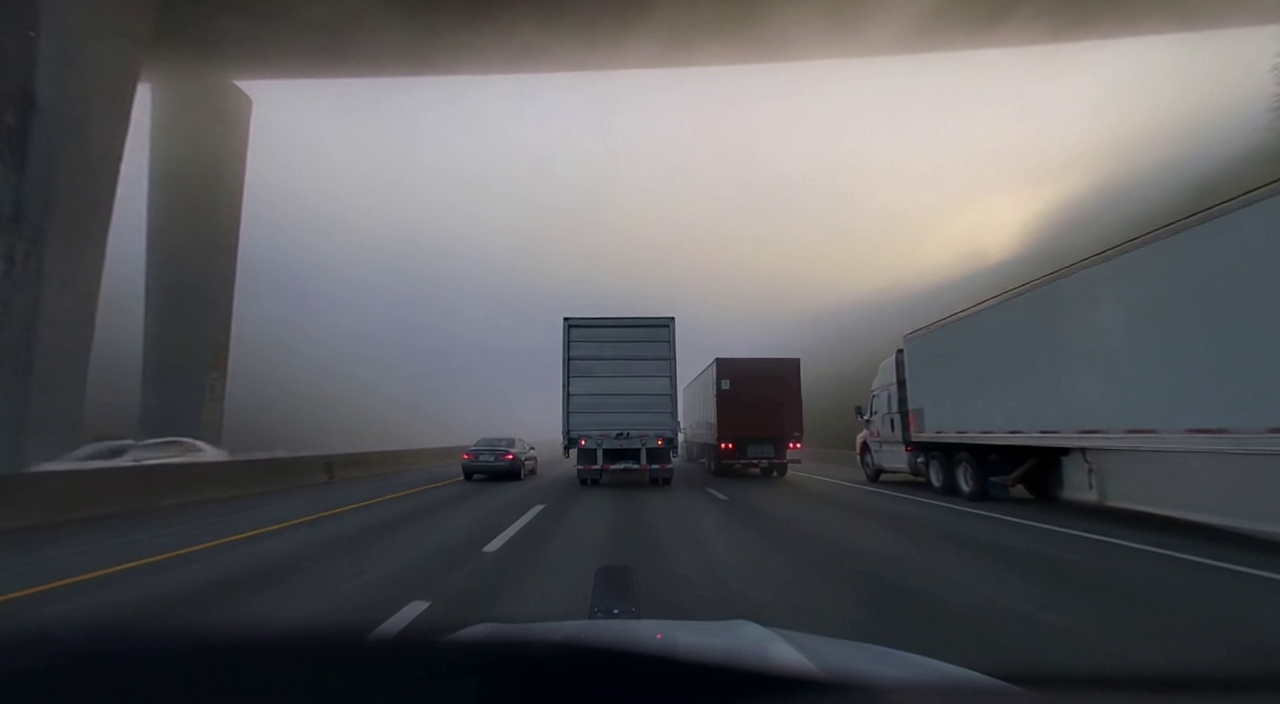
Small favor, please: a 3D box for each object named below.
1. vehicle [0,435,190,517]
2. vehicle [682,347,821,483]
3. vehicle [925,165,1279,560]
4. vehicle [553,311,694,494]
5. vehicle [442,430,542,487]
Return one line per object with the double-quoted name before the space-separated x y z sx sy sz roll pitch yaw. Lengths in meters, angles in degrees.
"vehicle" -11.932 2.506 13.382 1.818 1.452 3.990 0 -8 -1
"vehicle" 3.538 2.548 23.693 2.817 3.886 11.491 0 -8 -2
"vehicle" 8.199 0.281 7.872 3.000 4.114 13.063 0 -8 -1
"vehicle" -0.576 1.816 19.360 3.090 4.065 10.702 0 -8 -2
"vehicle" -4.189 3.049 18.488 2.049 1.483 3.786 0 -8 0
